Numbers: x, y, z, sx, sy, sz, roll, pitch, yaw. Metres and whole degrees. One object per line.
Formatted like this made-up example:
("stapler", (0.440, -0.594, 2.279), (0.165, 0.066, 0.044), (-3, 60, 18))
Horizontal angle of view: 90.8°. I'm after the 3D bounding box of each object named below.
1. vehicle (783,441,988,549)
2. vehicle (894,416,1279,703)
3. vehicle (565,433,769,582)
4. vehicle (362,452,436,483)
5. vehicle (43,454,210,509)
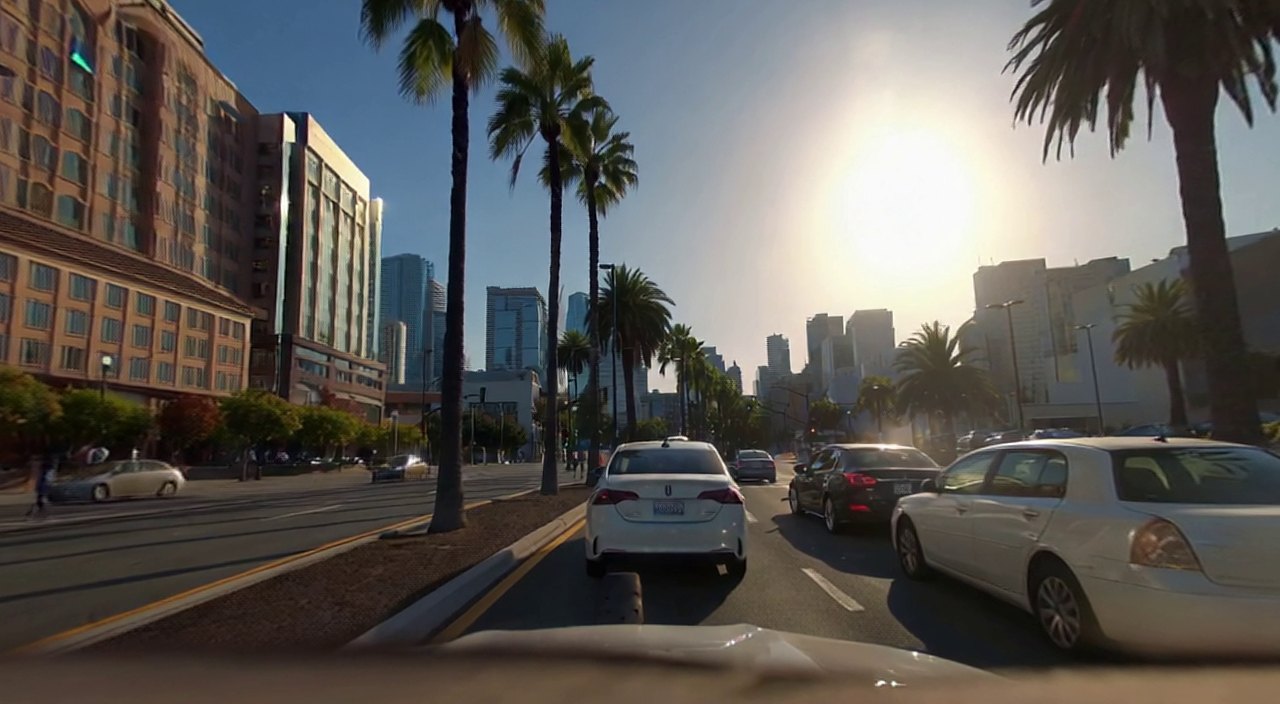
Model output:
("vehicle", (3.943, 2.347, 11.127), (1.920, 1.490, 4.417), (0, -9, 1))
("vehicle", (3.643, 1.301, 4.571), (1.913, 1.469, 4.425), (-1, -9, 2))
("vehicle", (0.326, 1.876, 8.362), (2.078, 1.503, 3.681), (-1, -9, 2))
("vehicle", (-14.080, 6.749, 37.187), (2.078, 1.662, 4.436), (-2, -9, 9))
("vehicle", (-16.664, 4.166, 20.816), (1.801, 1.563, 4.015), (-2, -9, 8))
